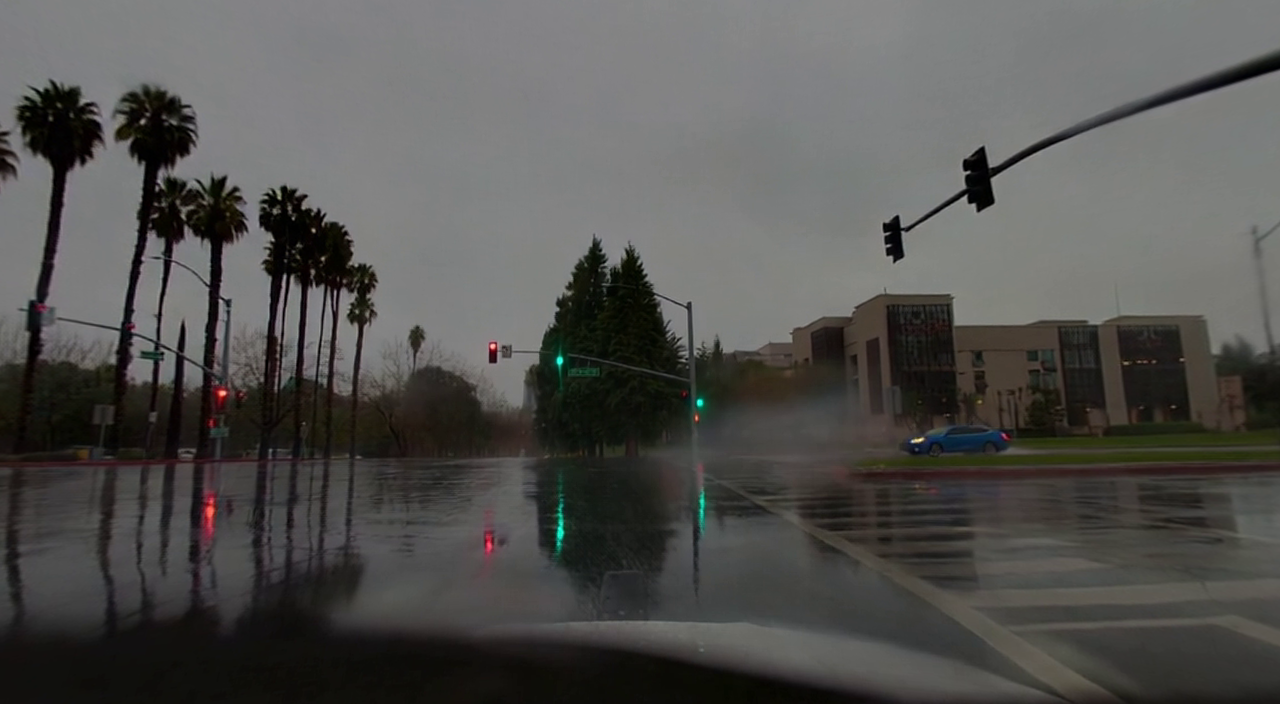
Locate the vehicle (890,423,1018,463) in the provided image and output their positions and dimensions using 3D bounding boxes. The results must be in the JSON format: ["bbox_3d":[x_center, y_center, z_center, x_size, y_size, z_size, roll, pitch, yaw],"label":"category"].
[{"bbox_3d":[14.404,4.189,29.004,4.820,1.751,2.050,0,-8,-2],"label":"vehicle"}]
